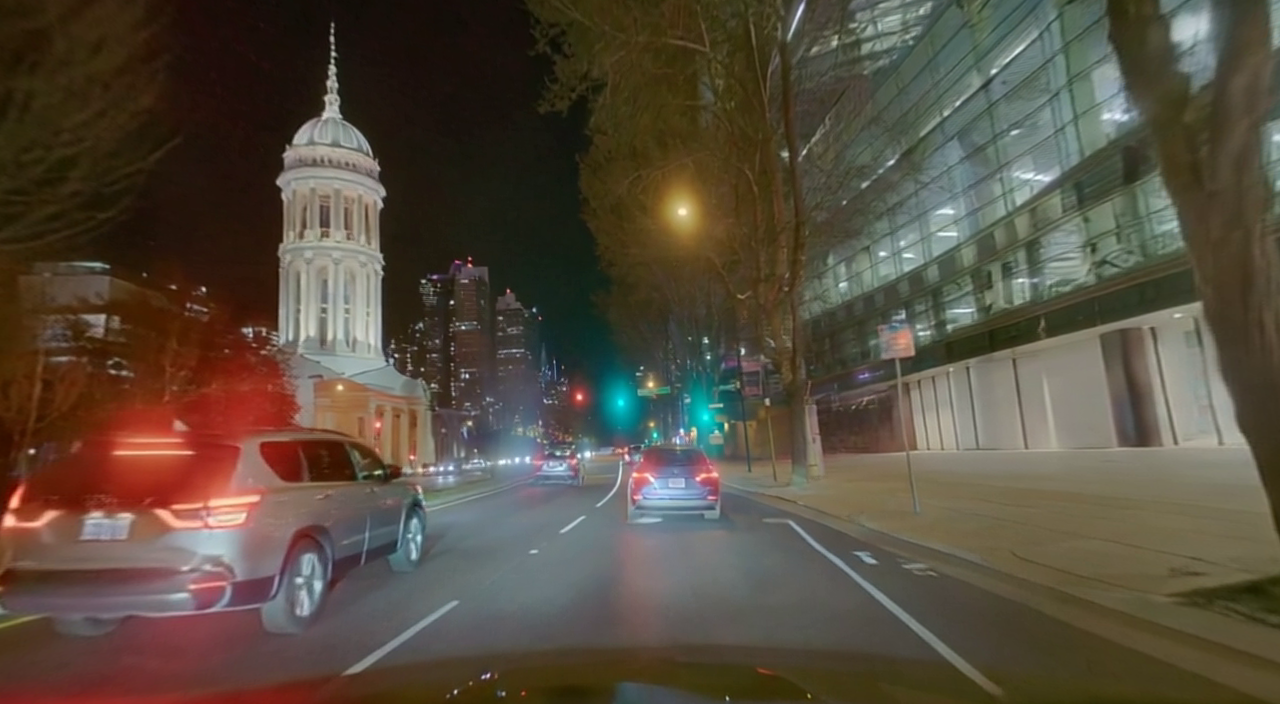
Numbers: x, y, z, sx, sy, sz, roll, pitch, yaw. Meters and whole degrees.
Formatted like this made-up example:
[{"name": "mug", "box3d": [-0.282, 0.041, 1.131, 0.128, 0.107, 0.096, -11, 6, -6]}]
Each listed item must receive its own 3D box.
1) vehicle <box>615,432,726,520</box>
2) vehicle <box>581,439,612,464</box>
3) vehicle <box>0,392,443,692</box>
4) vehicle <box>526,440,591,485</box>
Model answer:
[{"name": "vehicle", "box3d": [0.482, 2.444, 12.905, 1.933, 1.504, 3.802, 0, -9, -1]}, {"name": "vehicle", "box3d": [-3.179, 7.354, 46.785, 1.969, 1.764, 4.160, 0, -9, 0]}, {"name": "vehicle", "box3d": [-3.238, 1.326, 5.404, 1.848, 1.641, 3.686, 0, -9, 1]}, {"name": "vehicle", "box3d": [-3.009, 4.166, 24.074, 1.961, 1.517, 4.202, 0, -9, -1]}]
